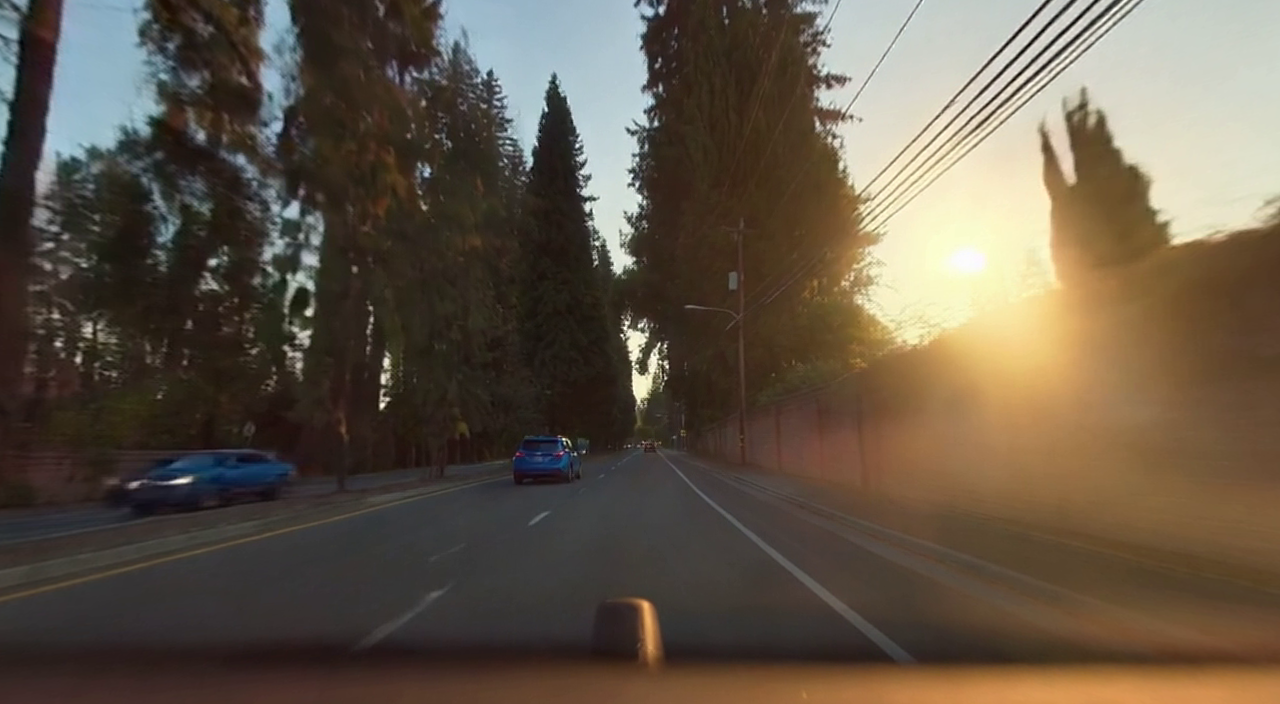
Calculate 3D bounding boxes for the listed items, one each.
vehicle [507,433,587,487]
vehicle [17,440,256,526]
[{"bbox_3d":[-3.259,3.904,23.085,2.147,1.730,4.555,0,-8,1],"label":"vehicle"},{"bbox_3d":[-11.740,3.026,15.231,2.006,1.731,4.512,0,-8,0],"label":"vehicle"}]
